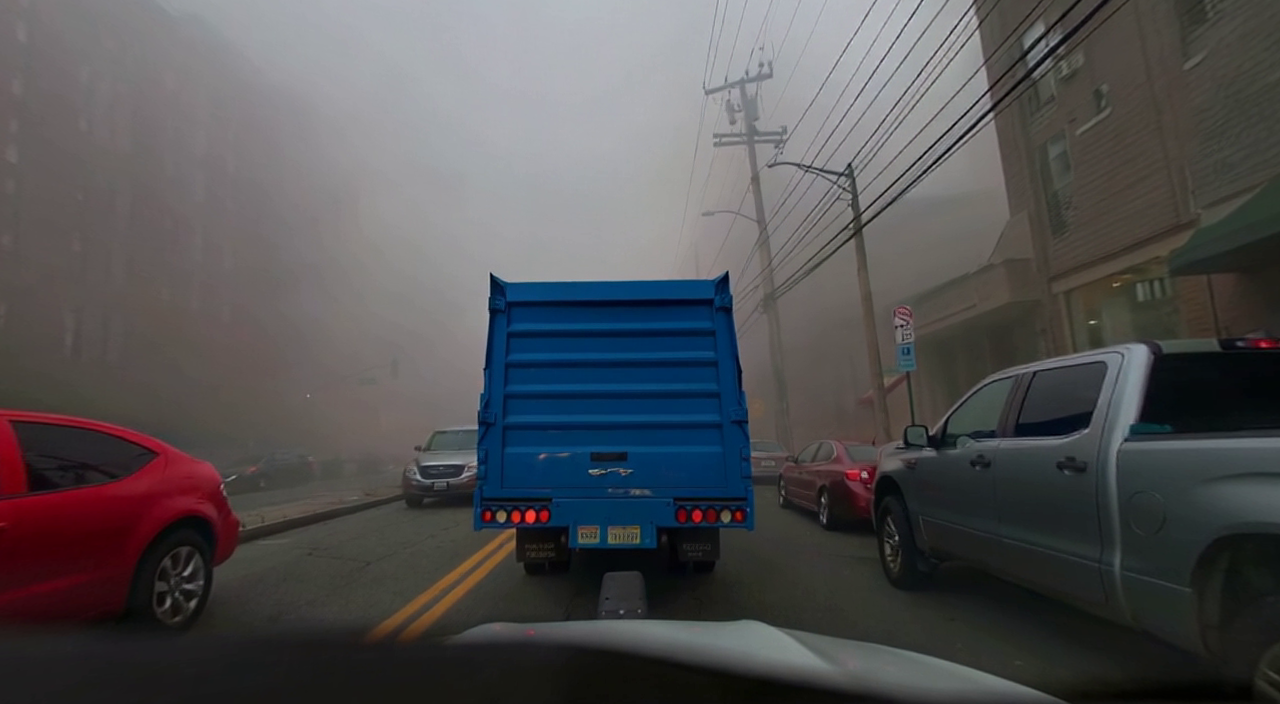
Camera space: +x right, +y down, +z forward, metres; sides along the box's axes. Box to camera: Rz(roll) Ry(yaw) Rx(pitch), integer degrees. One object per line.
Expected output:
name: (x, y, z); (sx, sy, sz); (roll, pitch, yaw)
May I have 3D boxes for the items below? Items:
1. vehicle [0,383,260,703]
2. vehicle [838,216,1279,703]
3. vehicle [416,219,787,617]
vehicle: (-4.124, 0.957, 2.839); (1.988, 1.657, 4.492); (0, -8, 0)
vehicle: (3.234, 0.824, 3.865); (2.242, 1.979, 5.722); (0, -8, 1)
vehicle: (-0.236, 1.072, 9.205); (2.878, 3.204, 8.244); (0, -8, 1)
